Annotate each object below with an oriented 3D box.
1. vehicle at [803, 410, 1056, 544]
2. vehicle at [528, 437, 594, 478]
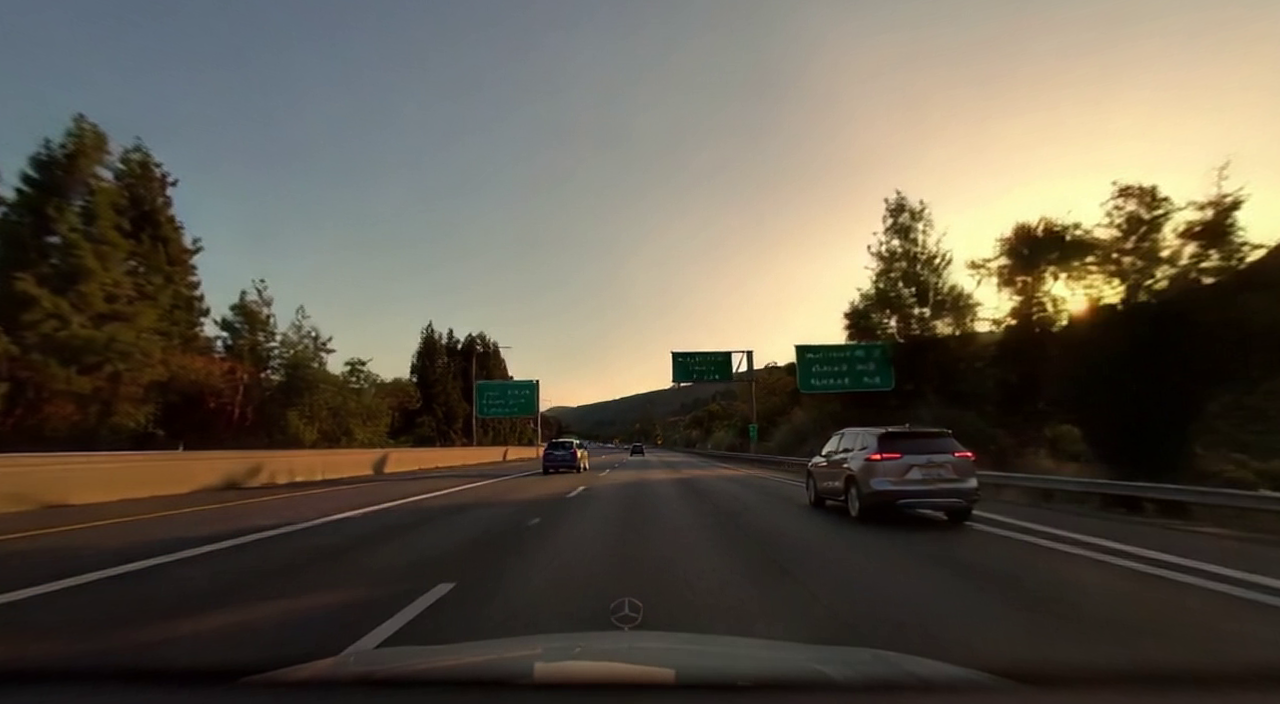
[{"bbox_3d":[4.513,2.020,10.807,2.149,1.796,4.487,0,-8,0],"label":"vehicle"},{"bbox_3d":[-3.308,4.537,27.226,2.166,1.608,4.297,0,-8,2],"label":"vehicle"}]
